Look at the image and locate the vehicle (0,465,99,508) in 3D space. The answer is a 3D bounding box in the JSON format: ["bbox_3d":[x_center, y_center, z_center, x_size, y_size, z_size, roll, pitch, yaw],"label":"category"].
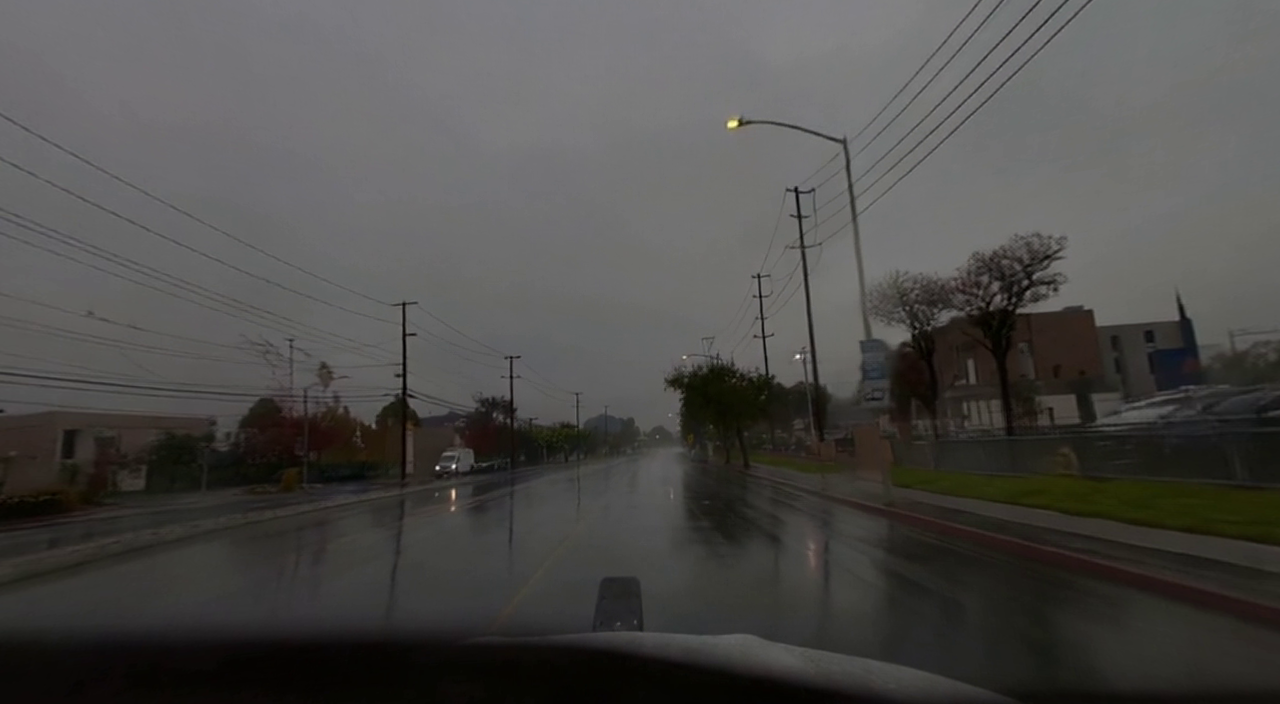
[{"bbox_3d":[-32.023,7.115,33.324,4.902,1.635,2.098,-6,-8,-15],"label":"vehicle"}]
